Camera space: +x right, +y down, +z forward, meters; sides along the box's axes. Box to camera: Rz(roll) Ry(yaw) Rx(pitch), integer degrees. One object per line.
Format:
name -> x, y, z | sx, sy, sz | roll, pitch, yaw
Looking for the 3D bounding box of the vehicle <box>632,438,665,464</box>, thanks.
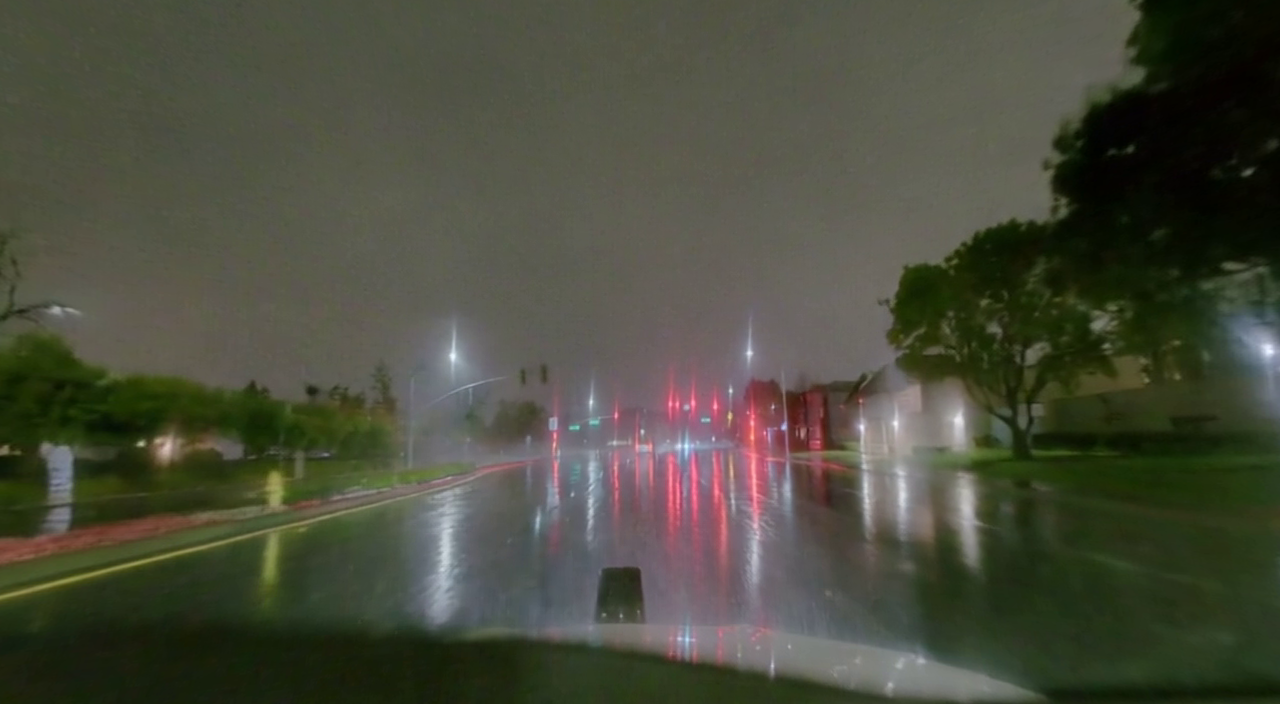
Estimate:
vehicle -> 0.607, 6.357, 40.719 | 2.037, 1.568, 3.693 | 0, -8, 2
